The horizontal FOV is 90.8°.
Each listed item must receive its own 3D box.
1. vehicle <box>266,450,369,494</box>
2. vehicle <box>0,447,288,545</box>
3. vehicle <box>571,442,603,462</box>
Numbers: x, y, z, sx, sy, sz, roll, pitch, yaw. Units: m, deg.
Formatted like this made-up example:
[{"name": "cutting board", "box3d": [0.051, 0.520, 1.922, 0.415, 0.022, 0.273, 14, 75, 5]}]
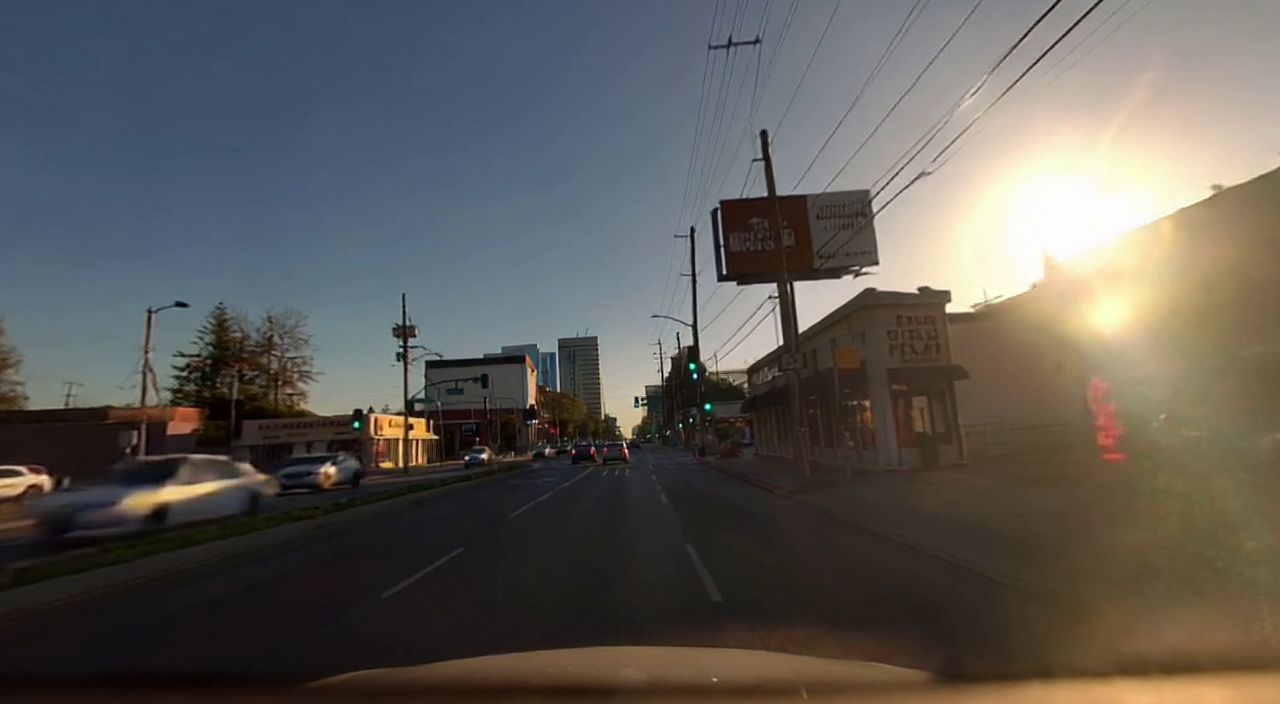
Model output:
[{"name": "vehicle", "box3d": [-12.599, 4.675, 25.029, 1.876, 1.530, 4.198, 0, -8, 0]}, {"name": "vehicle", "box3d": [-9.653, 2.752, 12.910, 1.994, 1.550, 5.009, 0, -8, 0]}, {"name": "vehicle", "box3d": [-3.900, 7.460, 47.266, 1.962, 1.420, 4.021, 0, -8, 1]}]
